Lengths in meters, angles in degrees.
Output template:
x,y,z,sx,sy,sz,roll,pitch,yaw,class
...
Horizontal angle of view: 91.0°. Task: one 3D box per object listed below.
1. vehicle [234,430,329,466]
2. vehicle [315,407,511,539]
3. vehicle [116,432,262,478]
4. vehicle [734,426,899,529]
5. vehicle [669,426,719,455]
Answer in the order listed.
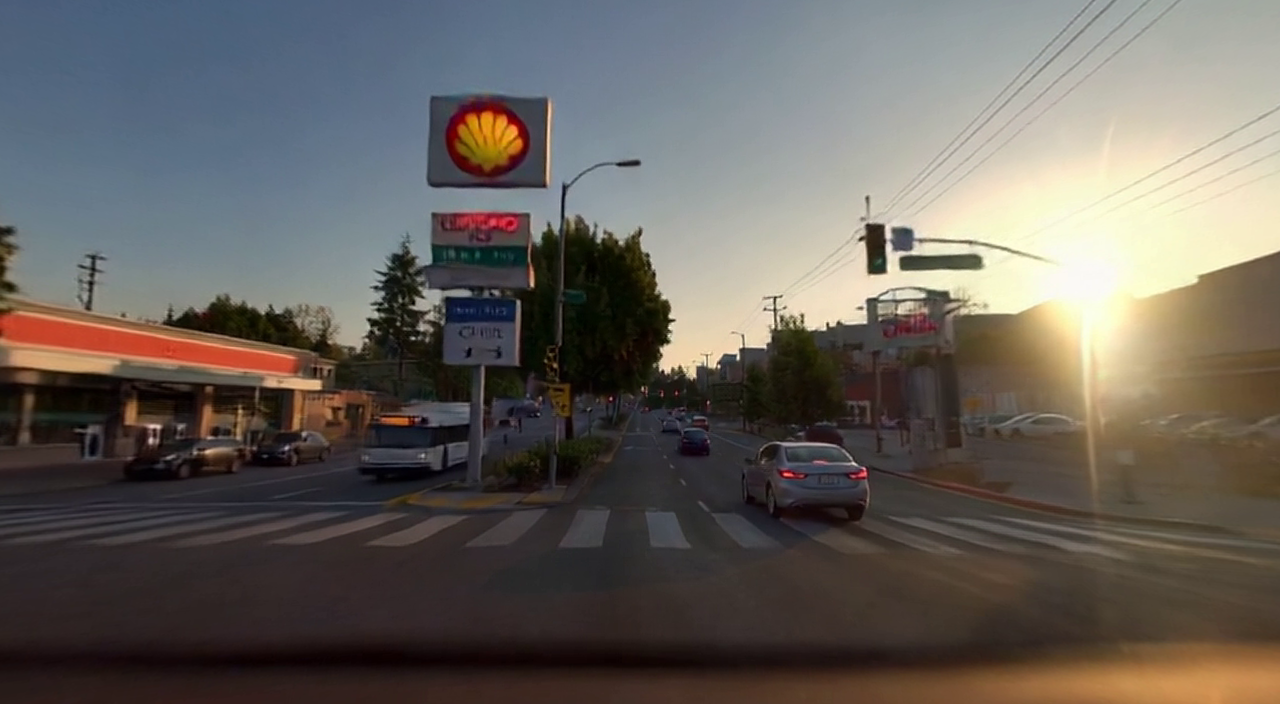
x,y,z,sx,sy,sz,roll,pitch,yaw,class
-17.968,4.807,31.808,2.079,1.672,4.333,0,-8,2,vehicle
-3.696,2.176,11.349,2.189,1.836,4.693,0,-12,-6,vehicle
-17.795,4.084,25.239,1.956,1.634,5.000,0,-8,3,vehicle
3.251,2.385,12.605,1.999,1.679,4.217,0,-8,-1,vehicle
2.909,4.917,34.952,2.282,1.458,4.362,0,-8,-1,vehicle
